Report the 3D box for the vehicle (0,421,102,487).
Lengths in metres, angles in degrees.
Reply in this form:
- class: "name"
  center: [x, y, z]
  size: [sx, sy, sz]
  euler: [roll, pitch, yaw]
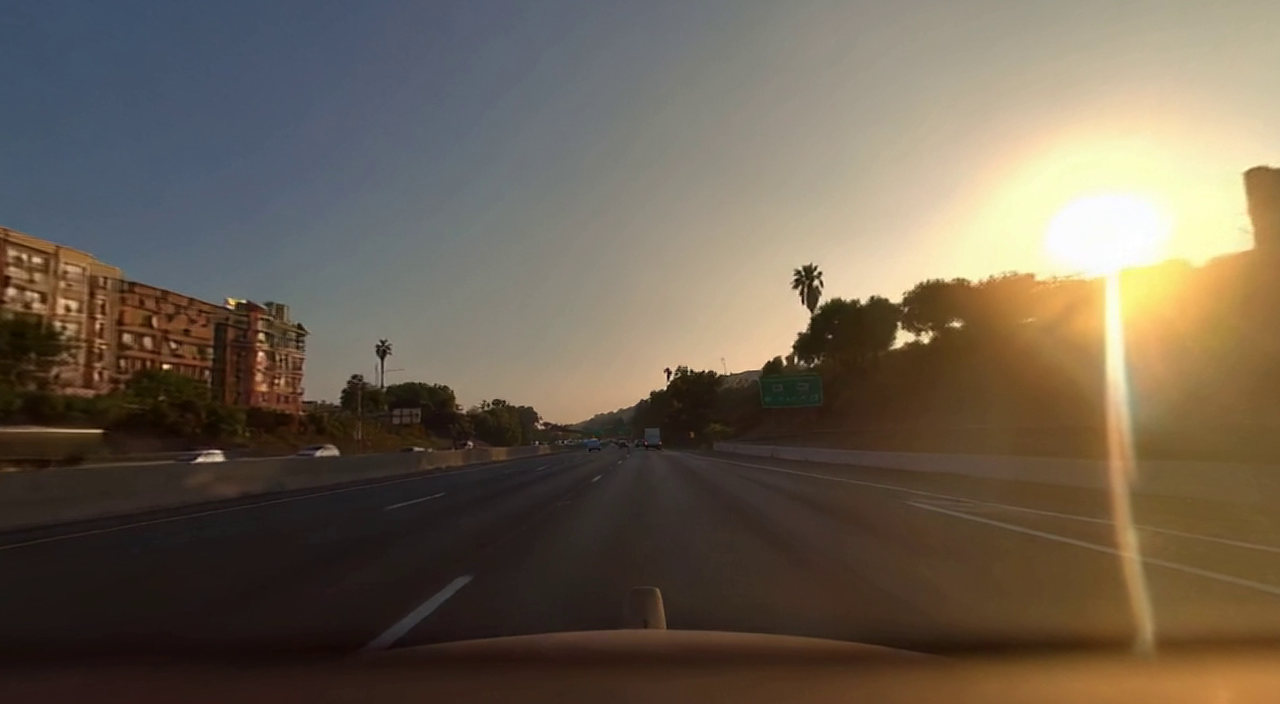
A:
- class: "vehicle"
  center: [-34.512, 5.467, 33.555]
  size: [2.715, 3.362, 9.663]
  euler: [-1, -8, 1]
